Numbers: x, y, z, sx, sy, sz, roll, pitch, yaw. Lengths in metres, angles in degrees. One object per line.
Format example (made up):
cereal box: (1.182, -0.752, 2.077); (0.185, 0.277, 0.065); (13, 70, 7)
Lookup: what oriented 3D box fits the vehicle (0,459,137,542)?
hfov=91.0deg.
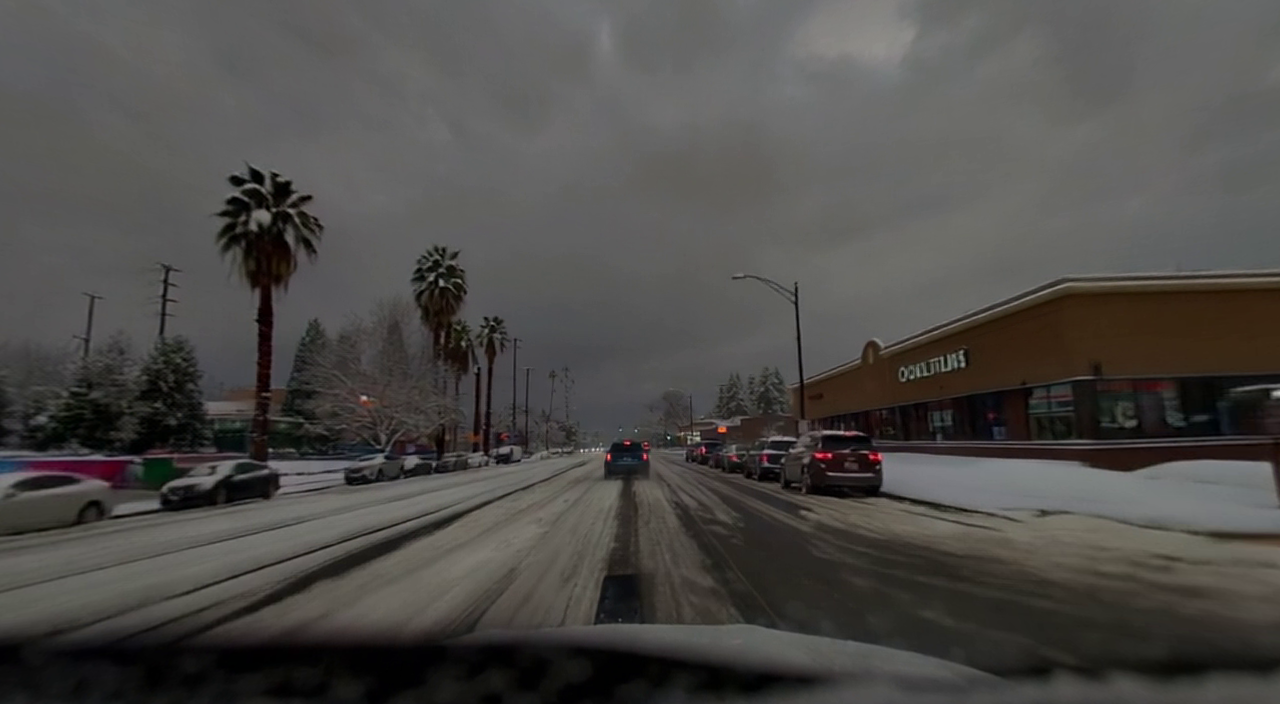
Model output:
vehicle: (-13.149, 3.128, 13.021); (1.881, 1.484, 4.565); (-6, -8, -2)

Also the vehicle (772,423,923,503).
vehicle: (5.671, 3.128, 18.315); (2.430, 1.924, 5.779); (0, -8, 0)

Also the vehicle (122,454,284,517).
vehicle: (-13.301, 4.046, 19.578); (1.968, 1.472, 4.345); (-4, -8, 0)

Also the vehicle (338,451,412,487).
vehicle: (-13.253, 5.841, 31.815); (1.840, 1.521, 4.450); (-2, -8, 0)

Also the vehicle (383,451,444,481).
vehicle: (-13.058, 6.566, 36.583); (1.804, 1.441, 4.534); (-4, -8, 0)

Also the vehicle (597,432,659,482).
vehicle: (-0.416, 4.107, 24.907); (2.239, 1.763, 4.096); (0, -8, 0)

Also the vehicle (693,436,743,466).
vehicle: (5.521, 7.146, 45.725); (2.568, 1.974, 6.203); (0, -8, -3)

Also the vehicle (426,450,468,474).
vehicle: (-13.244, 7.545, 43.400); (1.774, 1.522, 3.699); (-1, -8, -1)
